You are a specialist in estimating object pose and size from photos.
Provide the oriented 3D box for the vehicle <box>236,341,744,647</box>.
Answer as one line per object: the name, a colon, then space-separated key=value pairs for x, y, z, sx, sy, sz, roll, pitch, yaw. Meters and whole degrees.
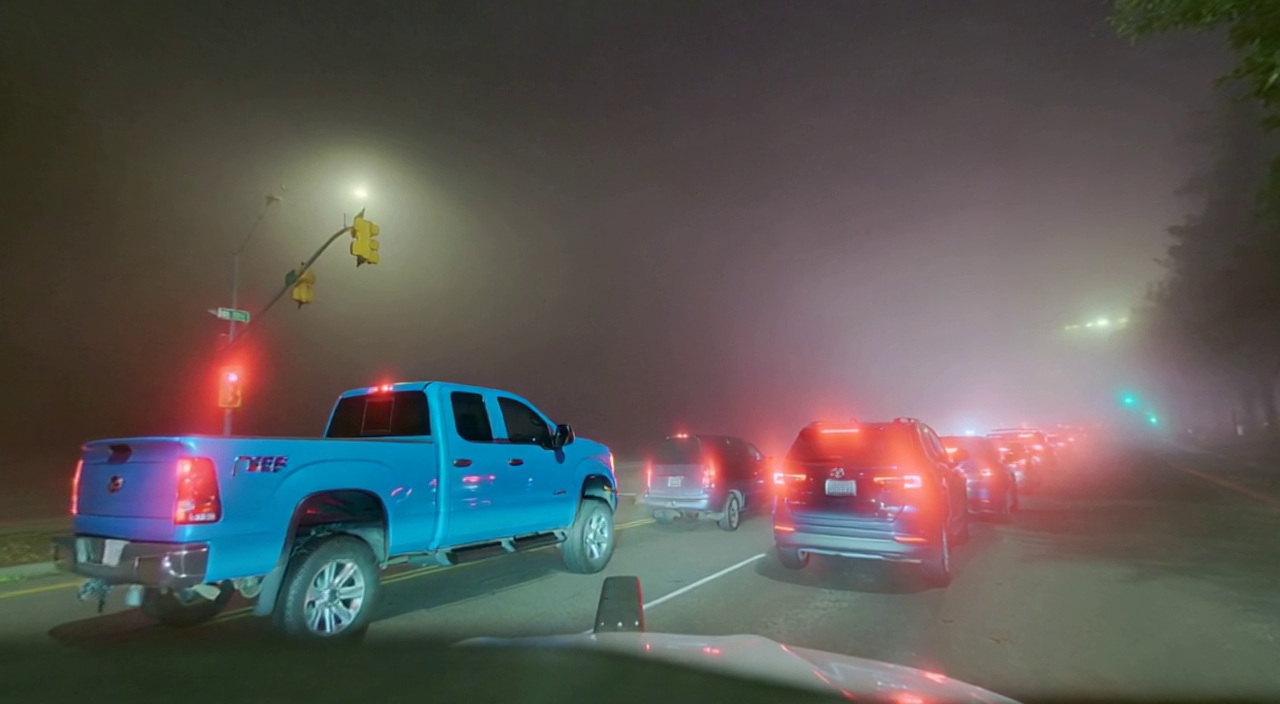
vehicle: x=-0.872 y=1.399 z=7.476 sx=2.272 sy=2.016 sz=6.146 roll=-5 pitch=-10 yaw=27

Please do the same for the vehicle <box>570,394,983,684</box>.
vehicle: x=1.715 y=1.376 z=5.991 sx=2.027 sy=1.549 sz=4.801 roll=-6 pitch=-10 yaw=35

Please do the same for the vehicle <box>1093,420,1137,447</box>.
vehicle: x=32.815 y=5.673 z=43.705 sx=2.160 sy=1.790 sz=4.303 roll=-6 pitch=-10 yaw=35

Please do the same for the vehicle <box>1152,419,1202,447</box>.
vehicle: x=35.783 y=5.471 z=42.169 sx=2.183 sy=1.714 sz=4.491 roll=-6 pitch=-11 yaw=37

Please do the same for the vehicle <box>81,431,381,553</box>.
vehicle: x=-8.362 y=2.784 z=13.458 sx=2.174 sy=2.057 sz=4.738 roll=-6 pitch=-10 yaw=33
